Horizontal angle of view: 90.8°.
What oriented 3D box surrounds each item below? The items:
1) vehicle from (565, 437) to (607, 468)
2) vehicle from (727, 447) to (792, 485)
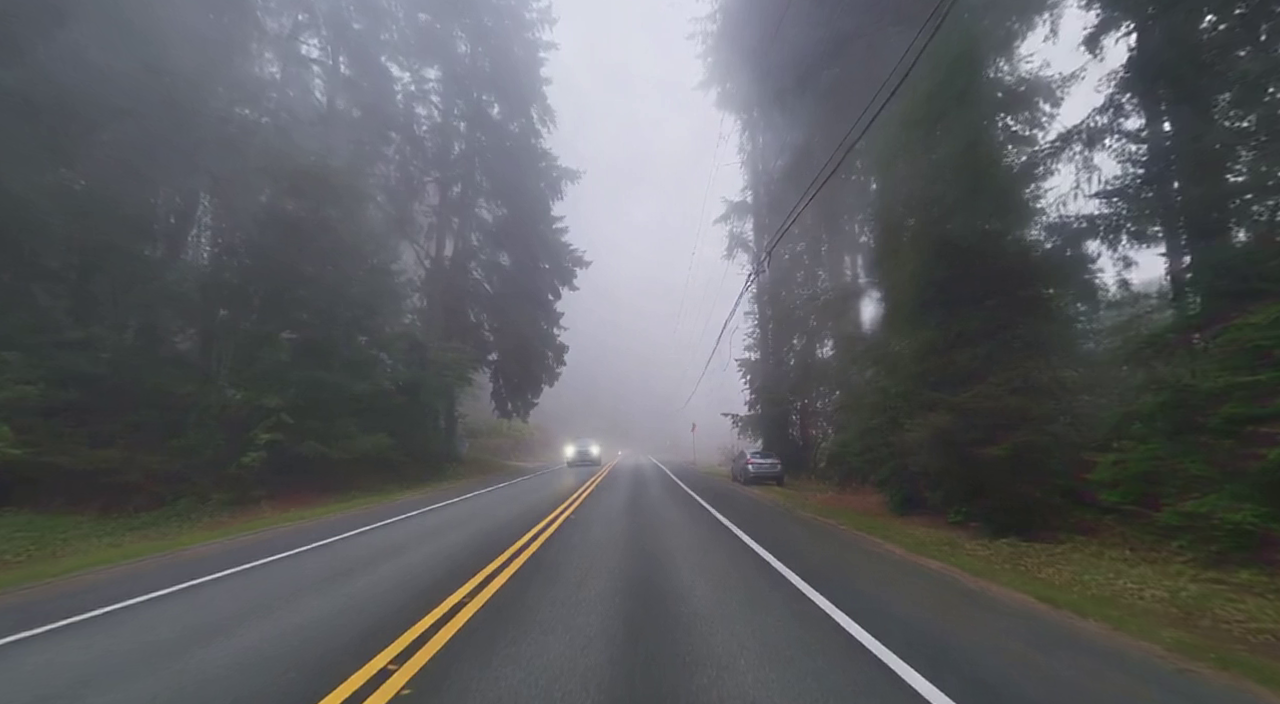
[{"bbox_3d":[-3.213,6.090,38.444,2.023,1.722,4.372,0,-9,1],"label":"vehicle"},{"bbox_3d":[4.996,4.824,27.057,1.905,1.482,4.240,0,-9,-1],"label":"vehicle"}]
